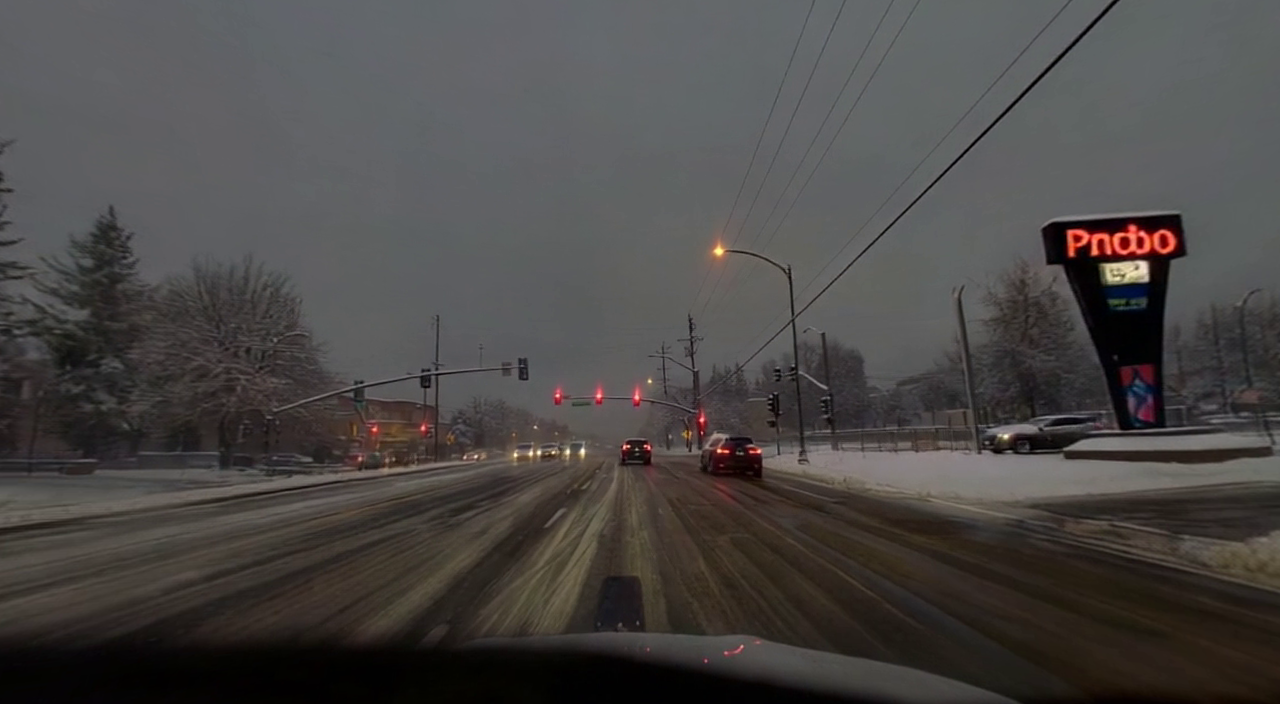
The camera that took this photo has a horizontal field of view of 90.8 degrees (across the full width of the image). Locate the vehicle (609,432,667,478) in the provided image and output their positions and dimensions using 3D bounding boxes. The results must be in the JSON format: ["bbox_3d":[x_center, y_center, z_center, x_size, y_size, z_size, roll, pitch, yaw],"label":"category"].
[{"bbox_3d":[-0.153,4.137,25.599,2.146,1.685,4.003,0,-9,-2],"label":"vehicle"}]

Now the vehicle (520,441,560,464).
[{"bbox_3d":[-6.686,6.771,42.673,1.954,1.473,4.350,0,-9,1],"label":"vehicle"}]

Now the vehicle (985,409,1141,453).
[{"bbox_3d":[15.627,2.978,23.572,4.344,1.512,1.936,-1,-9,5],"label":"vehicle"}]

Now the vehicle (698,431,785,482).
[{"bbox_3d":[3.524,3.748,22.927,2.198,1.660,4.512,0,-9,-3],"label":"vehicle"}]

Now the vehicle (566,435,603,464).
[{"bbox_3d":[-3.623,6.467,42.007,2.106,1.778,4.444,0,-9,0],"label":"vehicle"}]
